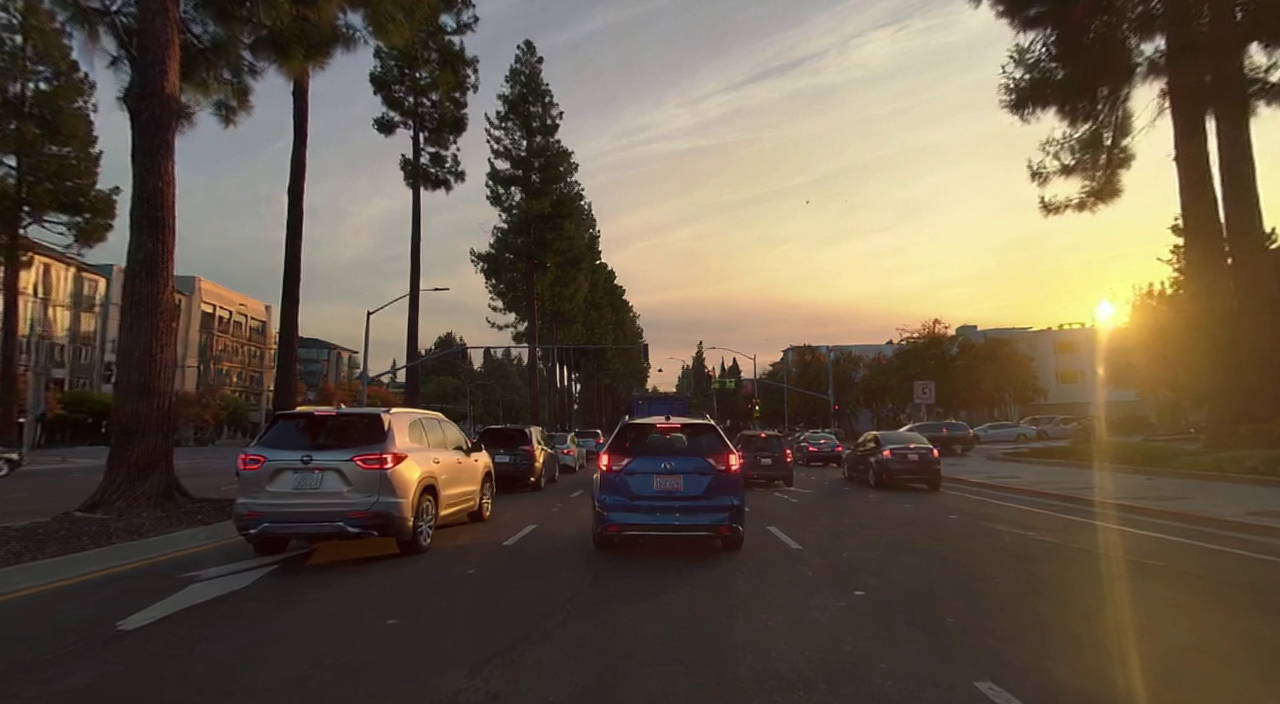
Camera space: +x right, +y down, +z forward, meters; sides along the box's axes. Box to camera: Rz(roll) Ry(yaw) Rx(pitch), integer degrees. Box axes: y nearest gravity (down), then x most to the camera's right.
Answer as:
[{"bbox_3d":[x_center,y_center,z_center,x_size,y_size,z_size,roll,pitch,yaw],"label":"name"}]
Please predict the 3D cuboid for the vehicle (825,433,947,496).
[{"bbox_3d":[6.931,3.190,18.285,2.067,1.599,4.251,-1,-8,4],"label":"vehicle"}]

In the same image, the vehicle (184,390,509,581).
[{"bbox_3d":[-3.257,1.591,8.250,2.085,1.812,4.388,0,-8,1],"label":"vehicle"}]

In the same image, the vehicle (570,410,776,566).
[{"bbox_3d":[0.373,1.761,8.877,2.189,1.649,4.171,0,-8,1],"label":"vehicle"}]
